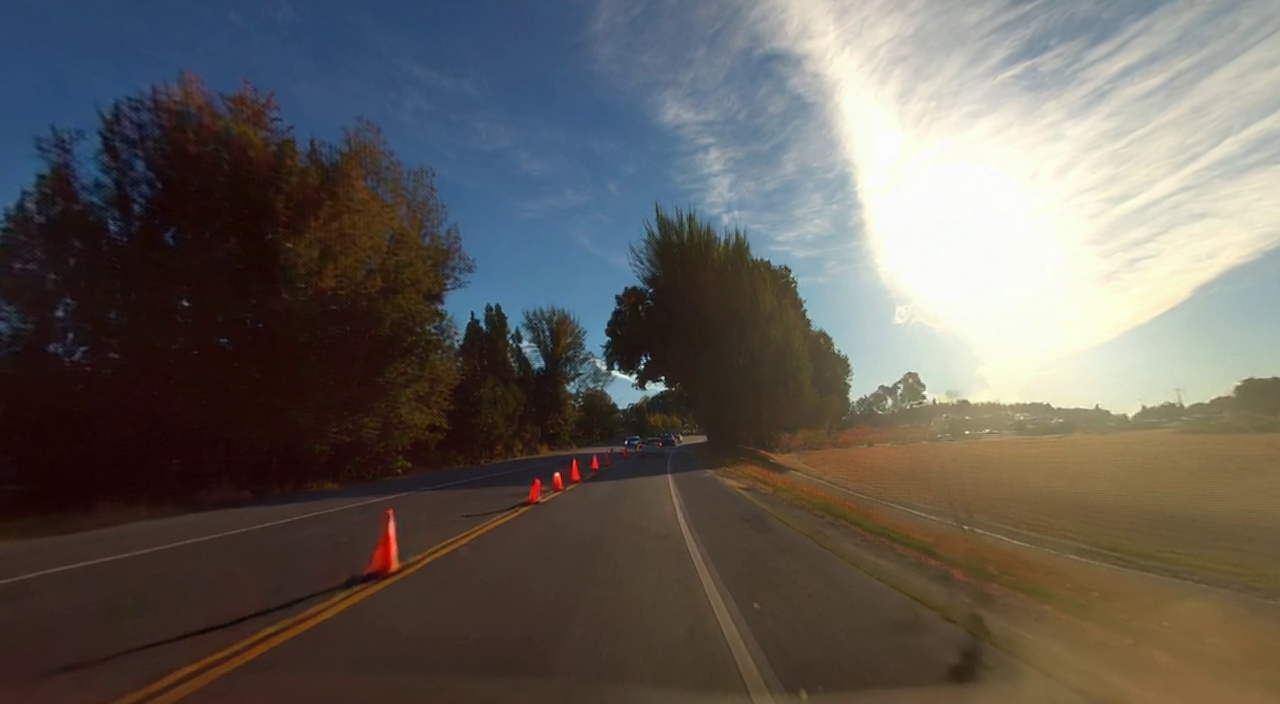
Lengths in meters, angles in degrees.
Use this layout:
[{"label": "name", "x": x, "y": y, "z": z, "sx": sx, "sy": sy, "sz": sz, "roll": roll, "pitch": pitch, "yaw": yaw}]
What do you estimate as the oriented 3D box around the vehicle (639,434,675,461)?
[{"label": "vehicle", "x": 1.067, "y": 5.772, "z": 37.976, "sx": 2.042, "sy": 1.489, "sz": 3.963, "roll": -1, "pitch": -9, "yaw": 3}]
